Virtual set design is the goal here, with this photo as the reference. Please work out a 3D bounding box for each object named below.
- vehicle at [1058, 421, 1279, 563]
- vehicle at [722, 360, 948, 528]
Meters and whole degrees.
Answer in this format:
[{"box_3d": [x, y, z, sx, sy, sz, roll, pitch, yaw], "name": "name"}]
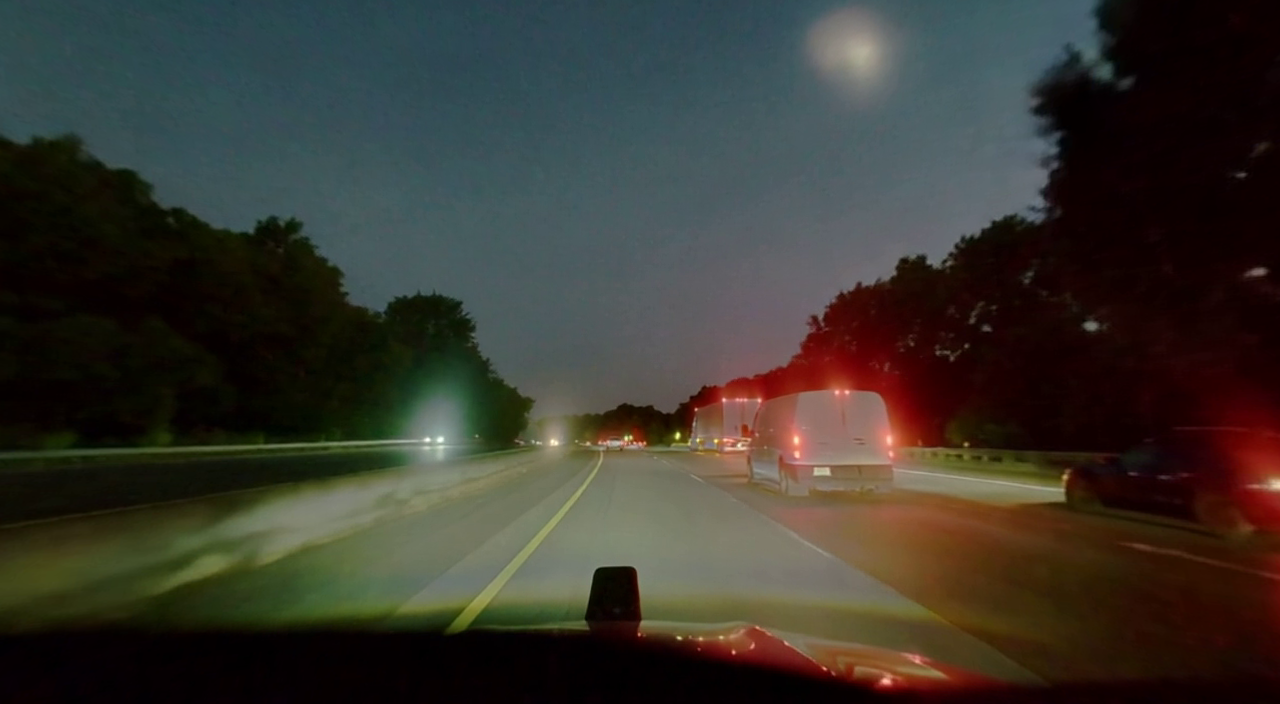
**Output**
[{"box_3d": [7.541, 1.642, 7.958, 1.821, 1.468, 3.805, 0, -8, -1], "name": "vehicle"}, {"box_3d": [3.312, 1.739, 12.321, 2.436, 2.521, 5.409, 0, -8, -2], "name": "vehicle"}]
